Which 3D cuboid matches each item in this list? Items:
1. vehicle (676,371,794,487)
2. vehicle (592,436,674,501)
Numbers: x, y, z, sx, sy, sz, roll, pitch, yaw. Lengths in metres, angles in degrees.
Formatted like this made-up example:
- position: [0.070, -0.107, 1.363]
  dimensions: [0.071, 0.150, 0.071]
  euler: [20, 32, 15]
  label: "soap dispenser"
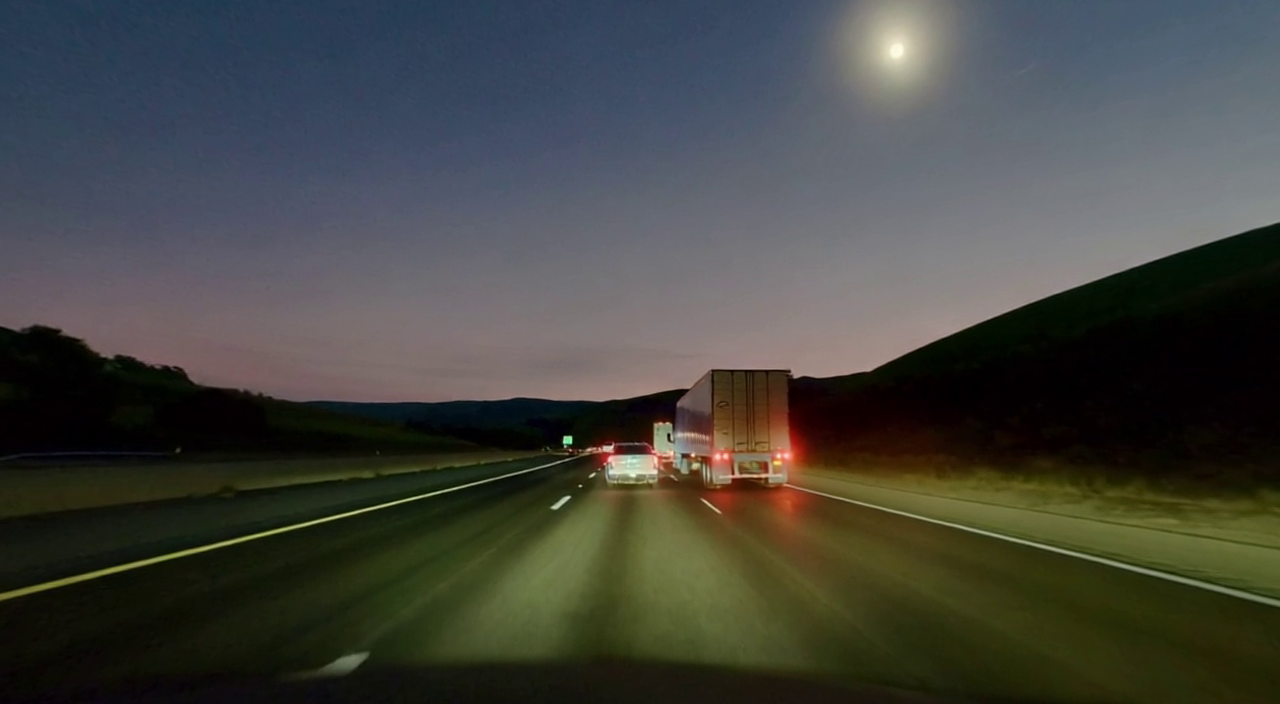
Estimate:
- position: [3.718, 3.762, 29.134]
  dimensions: [2.812, 4.024, 14.098]
  euler: [0, -9, -2]
  label: "vehicle"
- position: [-0.223, 3.306, 18.242]
  dimensions: [2.109, 1.639, 3.768]
  euler: [0, -9, -1]
  label: "vehicle"
